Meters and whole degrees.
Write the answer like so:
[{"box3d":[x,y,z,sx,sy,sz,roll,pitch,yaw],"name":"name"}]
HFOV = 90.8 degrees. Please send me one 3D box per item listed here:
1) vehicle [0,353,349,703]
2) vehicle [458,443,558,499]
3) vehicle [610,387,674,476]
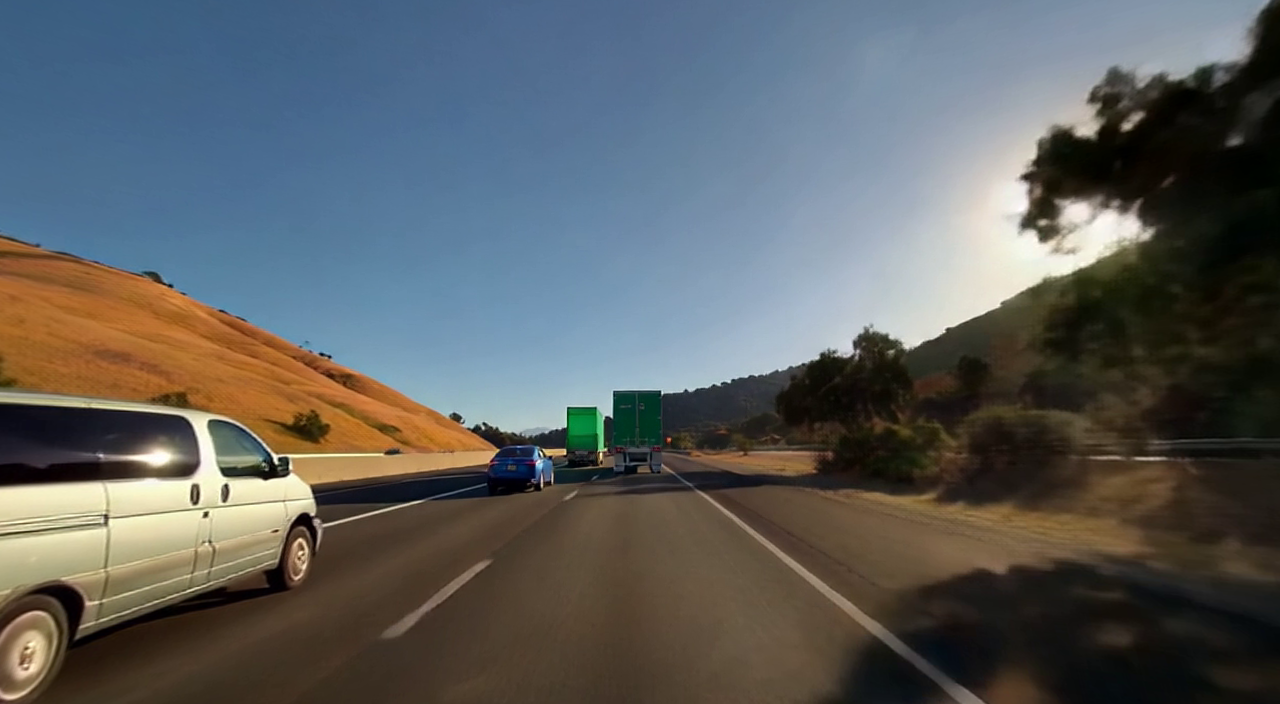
[{"box3d":[-4.159,1.068,4.130,2.136,1.779,4.875,0,-8,0],"name":"vehicle"},{"box3d":[-3.708,3.405,18.541,1.950,1.446,4.224,0,-8,1],"name":"vehicle"},{"box3d":[0.242,4.372,33.978,2.913,3.988,10.874,-1,-8,2],"name":"vehicle"}]
